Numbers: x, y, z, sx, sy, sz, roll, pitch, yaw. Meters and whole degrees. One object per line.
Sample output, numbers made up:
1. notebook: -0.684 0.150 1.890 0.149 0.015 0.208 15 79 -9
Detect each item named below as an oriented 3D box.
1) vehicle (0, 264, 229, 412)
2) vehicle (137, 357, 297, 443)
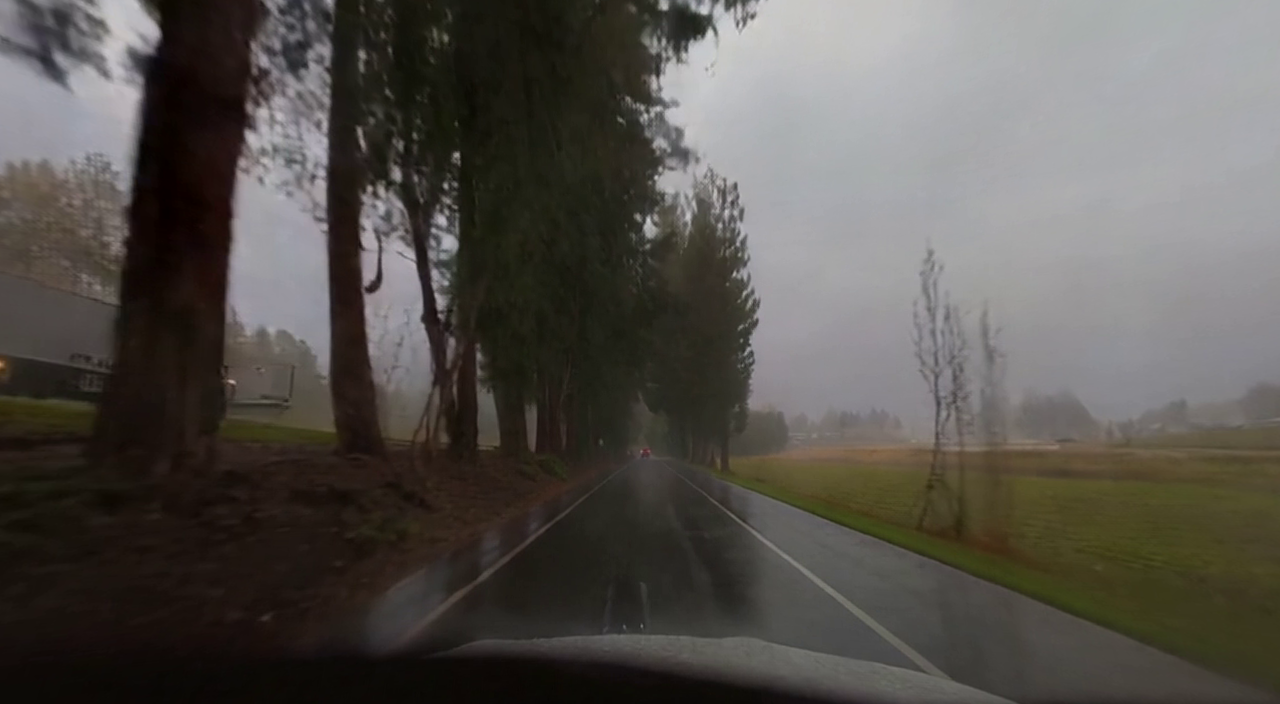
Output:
1. vehicle: -24.807 -0.417 26.363 3.314 4.163 16.558 -1 -11 3
2. vehicle: -23.894 2.879 36.458 3.022 4.324 8.607 -1 -6 2
